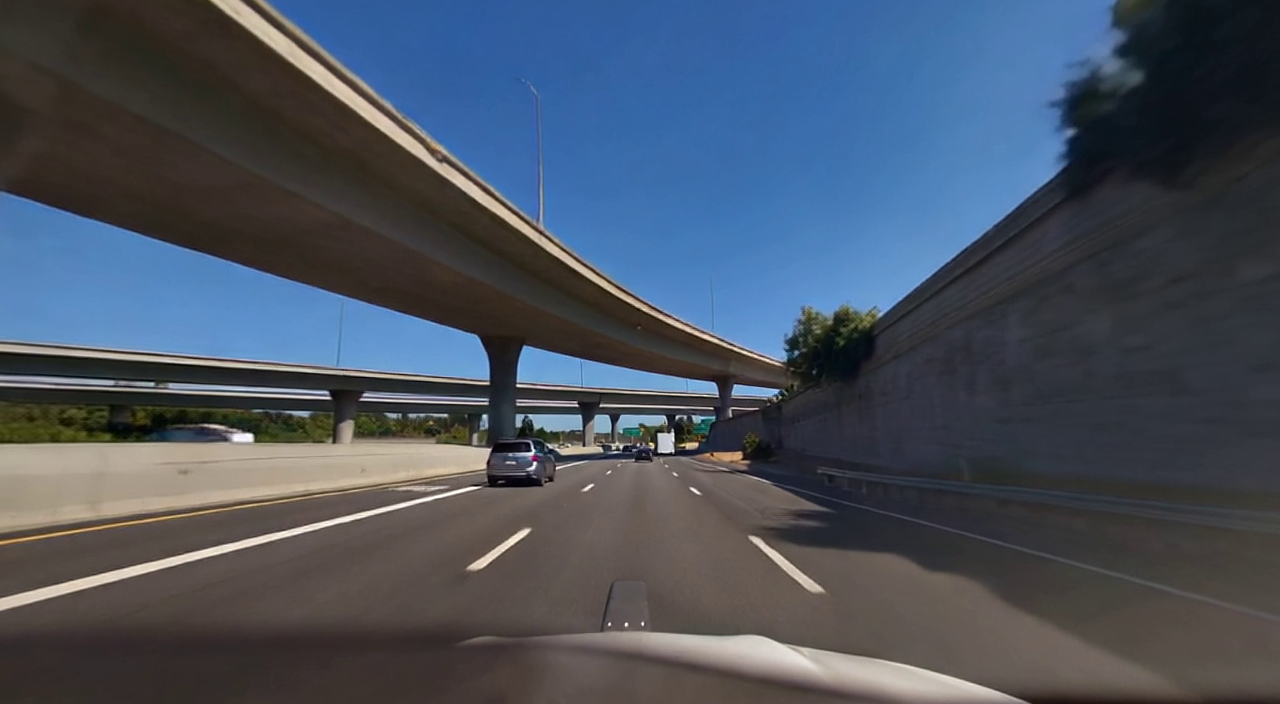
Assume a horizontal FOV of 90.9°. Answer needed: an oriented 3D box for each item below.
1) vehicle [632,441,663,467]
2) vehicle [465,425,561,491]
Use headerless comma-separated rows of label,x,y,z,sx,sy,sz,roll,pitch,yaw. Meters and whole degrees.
vehicle,0.499,7.173,44.426,2.052,1.711,4.223,0,-9,0
vehicle,-4.043,3.487,21.008,2.147,1.918,4.834,0,-9,1
